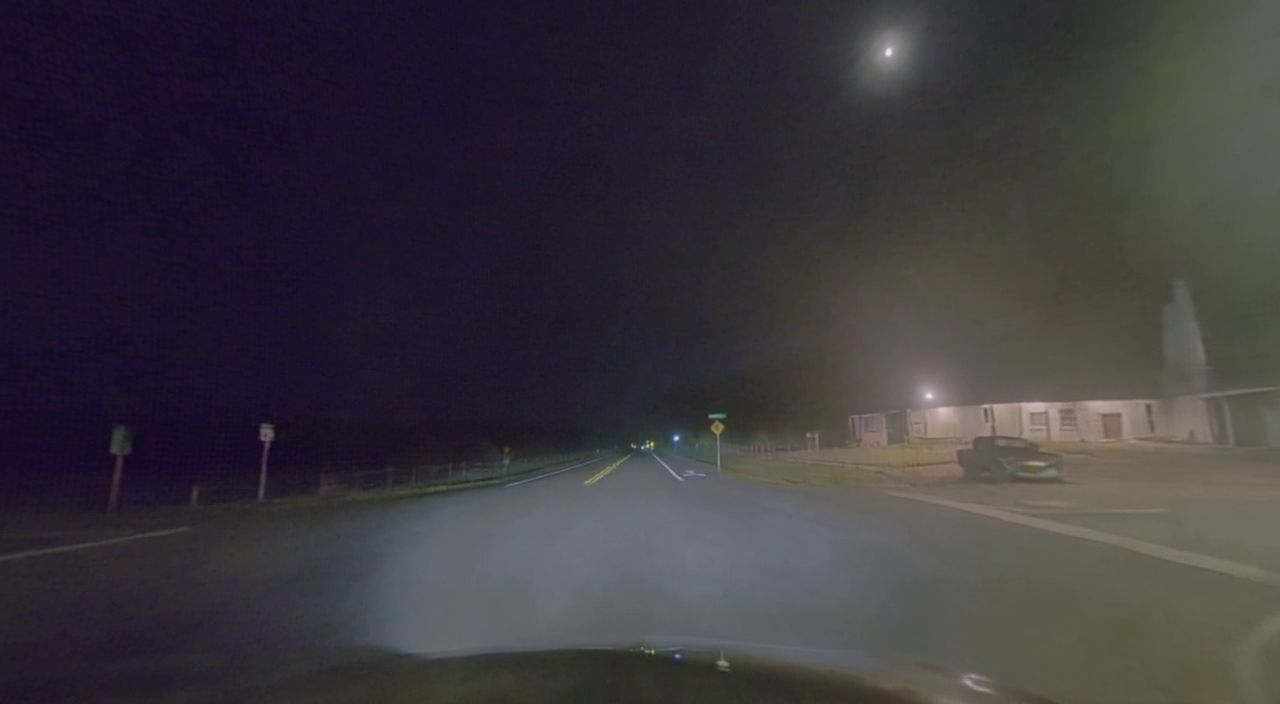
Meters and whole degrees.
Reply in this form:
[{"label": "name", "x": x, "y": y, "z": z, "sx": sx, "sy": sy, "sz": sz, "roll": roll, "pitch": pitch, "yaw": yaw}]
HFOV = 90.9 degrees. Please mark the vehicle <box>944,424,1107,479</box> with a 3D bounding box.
[{"label": "vehicle", "x": 14.333, "y": 3.726, "z": 23.852, "sx": 2.037, "sy": 1.829, "sz": 4.919, "roll": 3, "pitch": -9, "yaw": -21}]
